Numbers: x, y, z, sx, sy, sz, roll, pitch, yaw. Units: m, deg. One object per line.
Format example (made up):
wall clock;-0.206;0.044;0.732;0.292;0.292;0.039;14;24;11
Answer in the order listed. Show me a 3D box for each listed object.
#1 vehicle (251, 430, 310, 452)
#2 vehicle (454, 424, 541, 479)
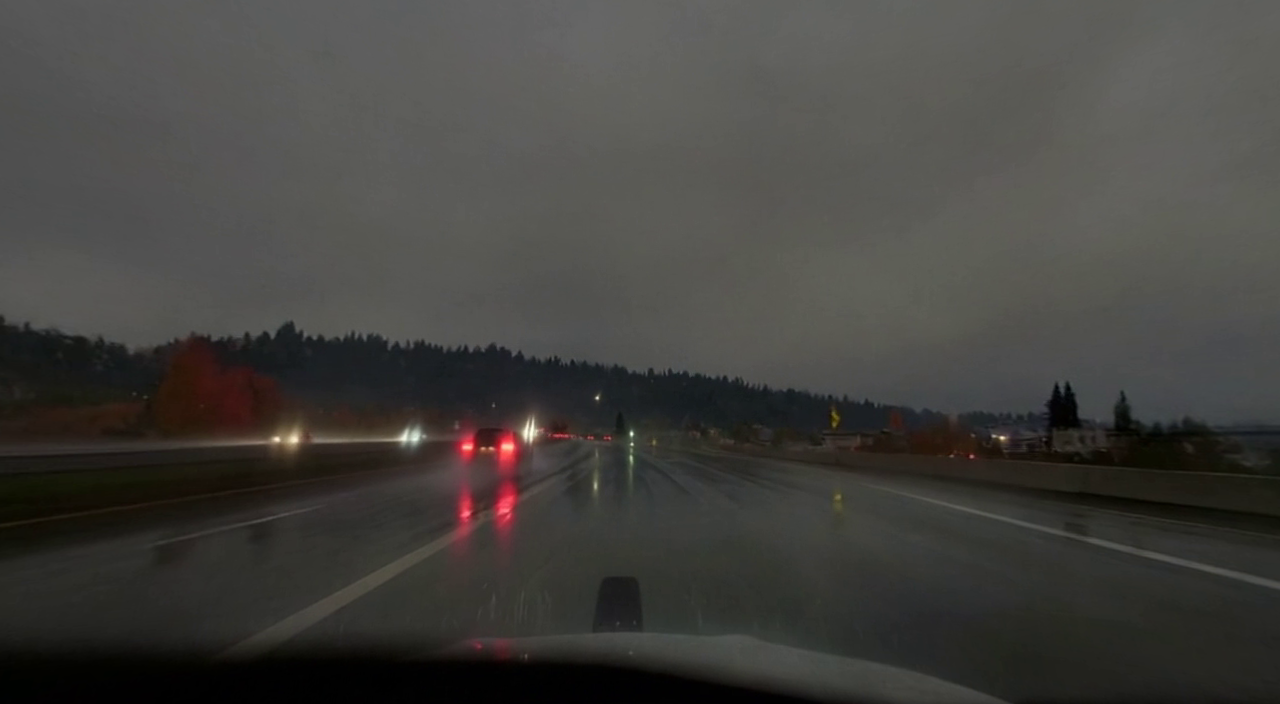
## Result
vehicle;-24.713;6.123;43.367;1.782;1.475;4.029;0;-8;-1
vehicle;-4.365;3.109;19.914;1.878;1.548;3.966;0;-8;-1
